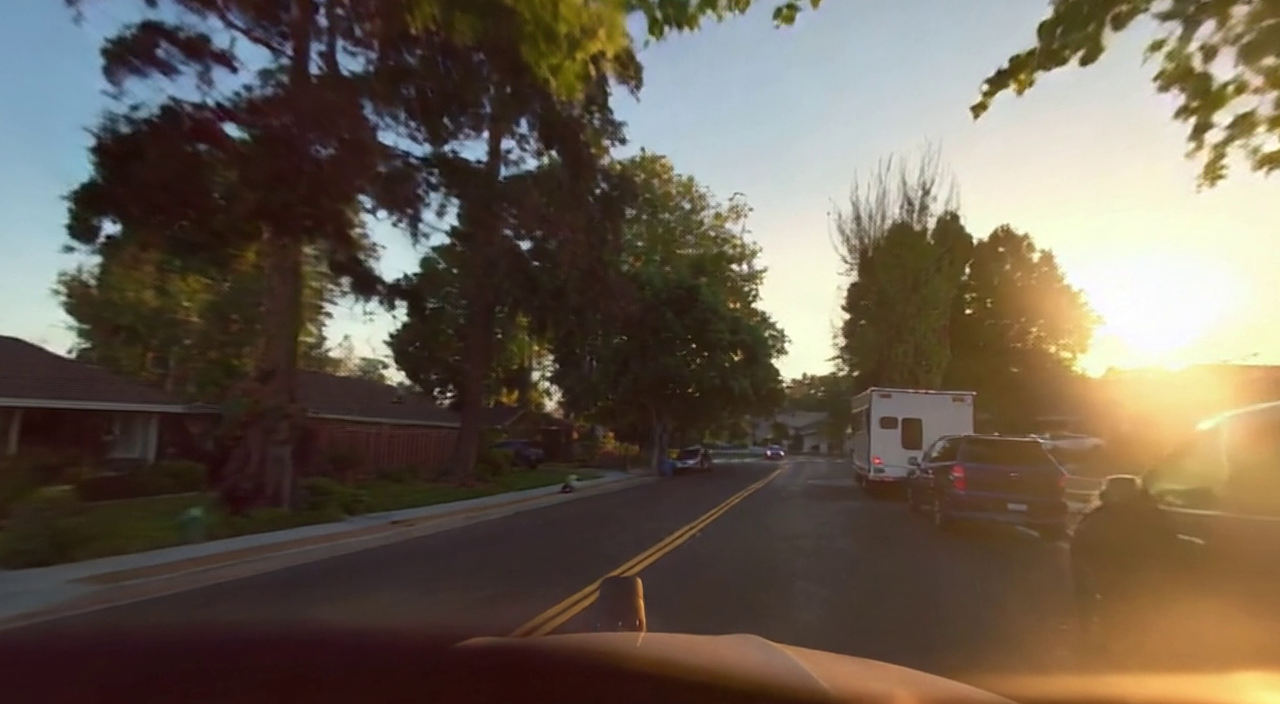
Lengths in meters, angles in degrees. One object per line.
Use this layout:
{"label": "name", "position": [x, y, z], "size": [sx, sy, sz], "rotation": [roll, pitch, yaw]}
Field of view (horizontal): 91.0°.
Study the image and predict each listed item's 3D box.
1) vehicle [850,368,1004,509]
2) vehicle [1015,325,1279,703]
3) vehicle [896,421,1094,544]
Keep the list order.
{"label": "vehicle", "position": [8.941, 2.941, 21.183], "size": [3.052, 3.440, 11.052], "rotation": [-3, -9, 16]}
{"label": "vehicle", "position": [3.737, 0.850, 2.744], "size": [2.182, 1.785, 5.726], "rotation": [-1, -7, 16]}
{"label": "vehicle", "position": [6.210, 2.278, 11.729], "size": [1.980, 1.782, 4.627], "rotation": [-2, -9, 14]}
